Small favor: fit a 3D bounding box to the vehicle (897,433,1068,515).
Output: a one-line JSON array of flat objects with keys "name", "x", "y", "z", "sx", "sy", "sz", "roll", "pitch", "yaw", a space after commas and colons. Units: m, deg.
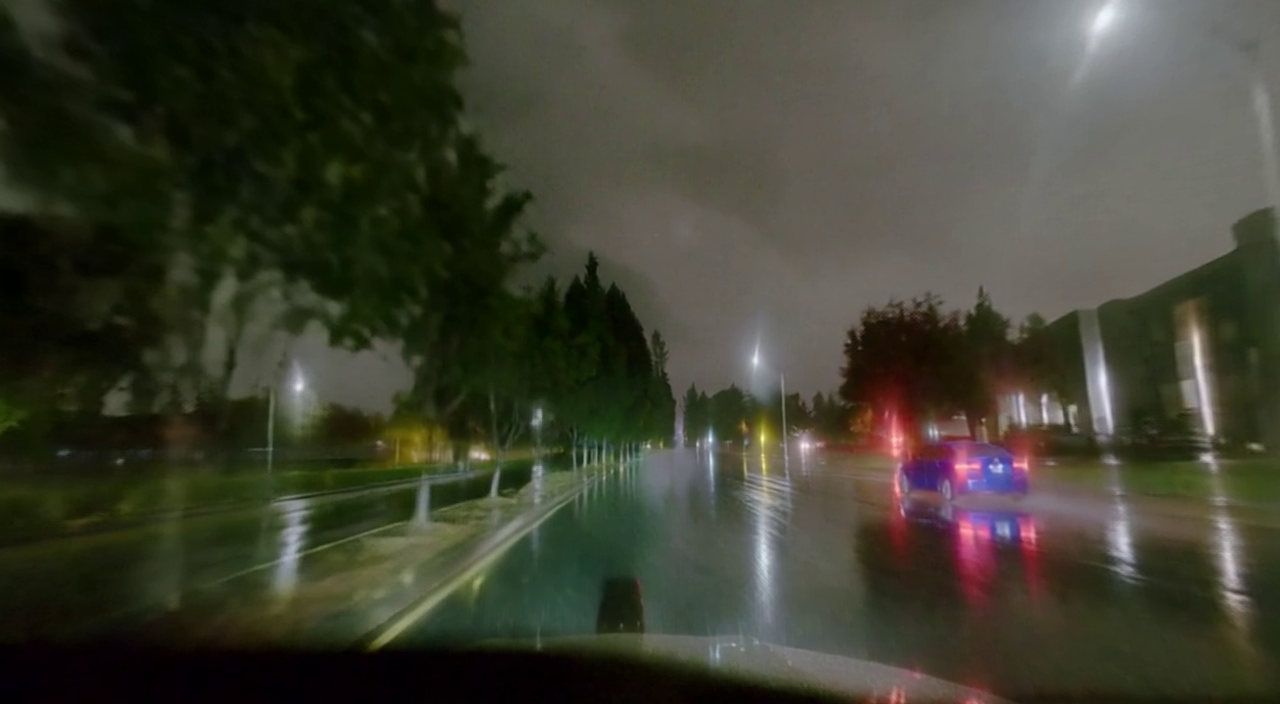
[{"name": "vehicle", "x": 7.230, "y": 2.584, "z": 13.787, "sx": 1.797, "sy": 1.518, "sz": 3.433, "roll": 0, "pitch": -9, "yaw": 0}]
